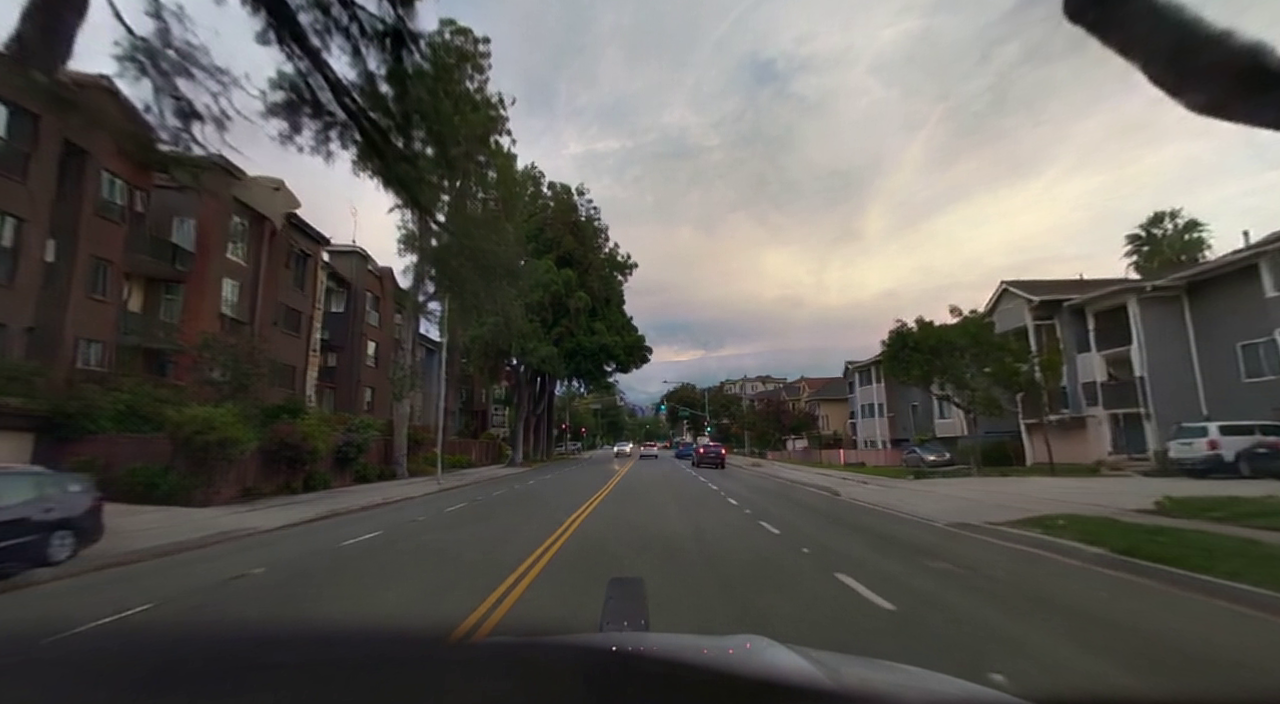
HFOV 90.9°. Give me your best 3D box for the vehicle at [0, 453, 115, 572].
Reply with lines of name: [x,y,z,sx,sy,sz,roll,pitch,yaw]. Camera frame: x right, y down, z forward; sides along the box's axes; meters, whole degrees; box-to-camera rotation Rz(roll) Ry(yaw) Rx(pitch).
vehicle: [-9.495,2.171,7.946,1.933,1.498,4.446,-4,-7,1]

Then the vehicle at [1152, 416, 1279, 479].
vehicle: [19.526,3.081,20.471,4.063,1.912,2.029,1,-9,-6]

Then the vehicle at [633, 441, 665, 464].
vehicle: [0.611,6.868,43.296,2.097,1.463,4.043,0,-9,0]

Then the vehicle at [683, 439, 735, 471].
vehicle: [3.464,5.312,32.651,2.078,1.488,4.741,0,-9,-1]
